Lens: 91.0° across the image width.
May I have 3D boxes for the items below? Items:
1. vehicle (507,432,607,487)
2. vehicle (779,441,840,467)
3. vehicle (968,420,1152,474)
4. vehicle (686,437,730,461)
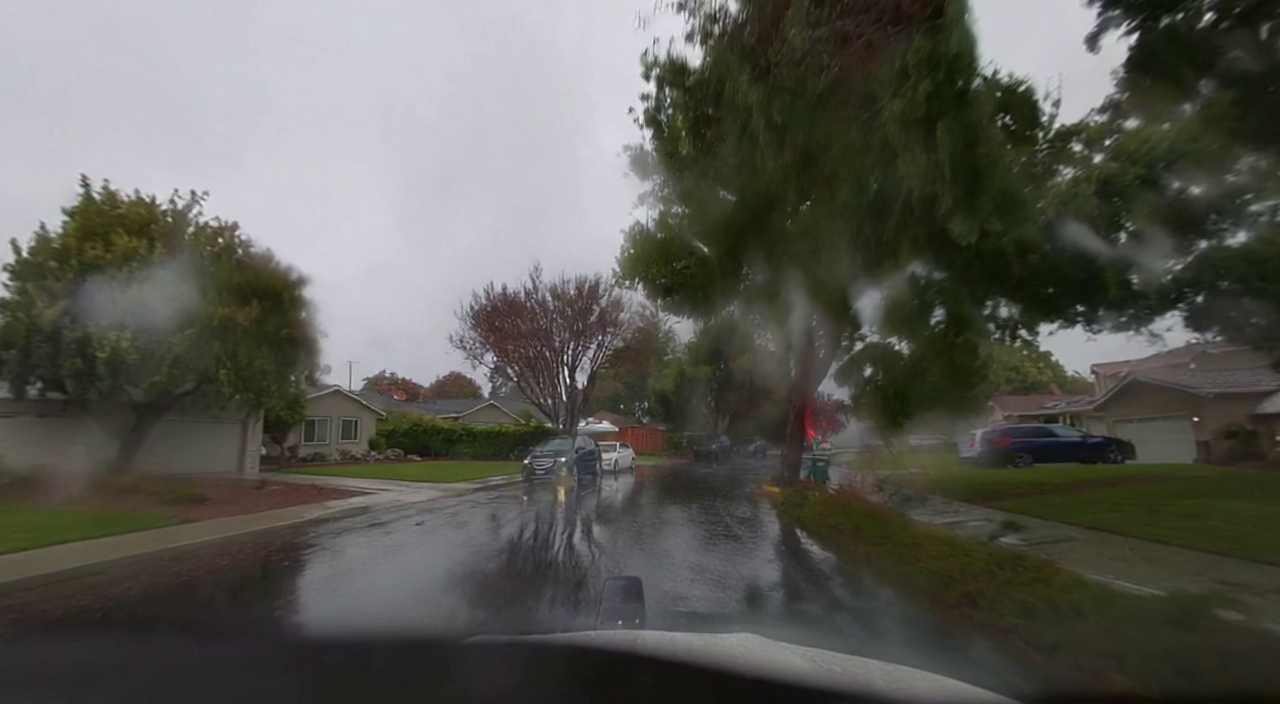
[{"bbox_3d":[-2.992,3.995,24.087,2.274,1.784,5.090,-1,-6,11],"label":"vehicle"},{"bbox_3d":[11.134,6.578,40.963,2.804,1.336,6.700,-3,-7,24],"label":"vehicle"},{"bbox_3d":[14.505,3.320,22.053,4.789,1.771,2.092,-1,-9,9],"label":"vehicle"},{"bbox_3d":[5.310,7.492,48.657,2.052,1.745,4.737,-4,-9,23],"label":"vehicle"}]
